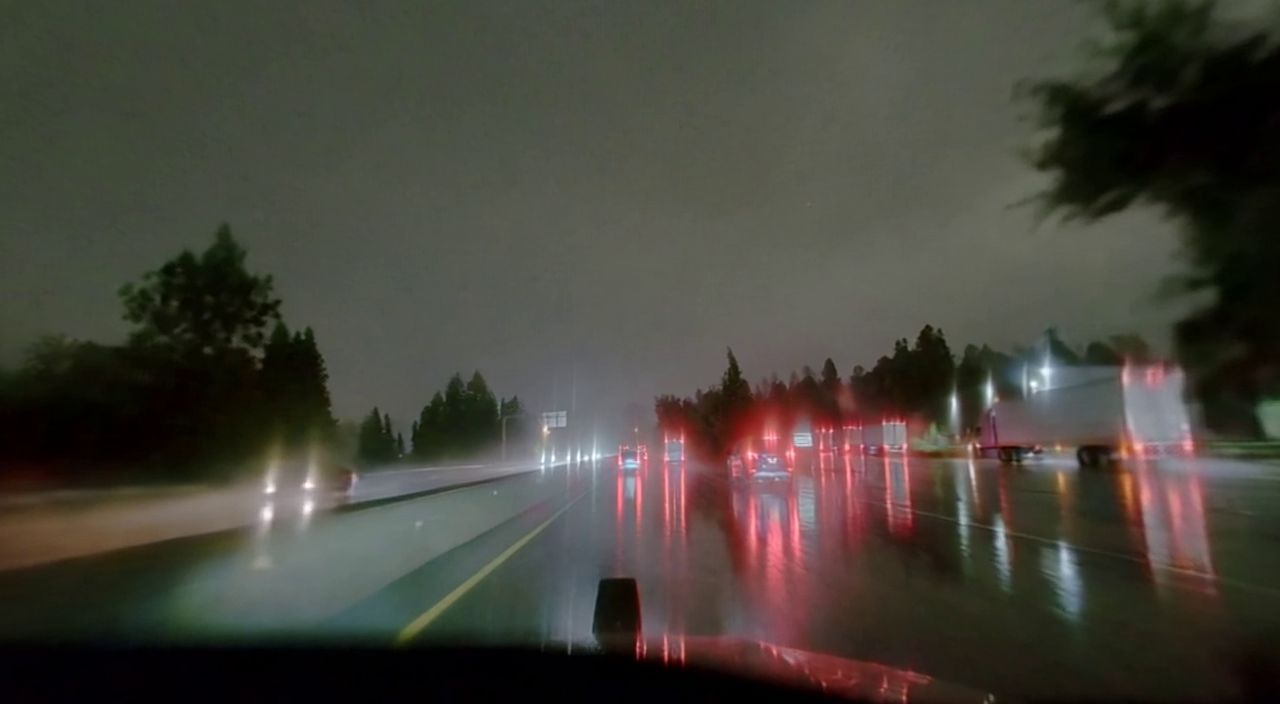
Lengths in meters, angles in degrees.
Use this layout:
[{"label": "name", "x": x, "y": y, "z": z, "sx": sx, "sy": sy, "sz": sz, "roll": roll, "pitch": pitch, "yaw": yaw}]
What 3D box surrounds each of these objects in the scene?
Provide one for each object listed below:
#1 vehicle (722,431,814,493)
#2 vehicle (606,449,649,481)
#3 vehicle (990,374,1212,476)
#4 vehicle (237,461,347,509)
[{"label": "vehicle", "x": 4.452, "y": 3.947, "z": 22.741, "sx": 2.261, "sy": 1.952, "sz": 4.784, "roll": 0, "pitch": -9, "yaw": -1}, {"label": "vehicle", "x": -0.600, "y": 5.689, "z": 31.744, "sx": 2.029, "sy": 1.483, "sz": 3.769, "roll": 0, "pitch": -9, "yaw": 0}, {"label": "vehicle", "x": 22.407, "y": 4.019, "z": 32.191, "sx": 2.890, "sy": 4.108, "sz": 13.635, "roll": -2, "pitch": -9, "yaw": 8}, {"label": "vehicle", "x": -12.891, "y": 4.904, "z": 23.529, "sx": 1.844, "sy": 1.542, "sz": 4.013, "roll": 0, "pitch": -9, "yaw": 0}]
